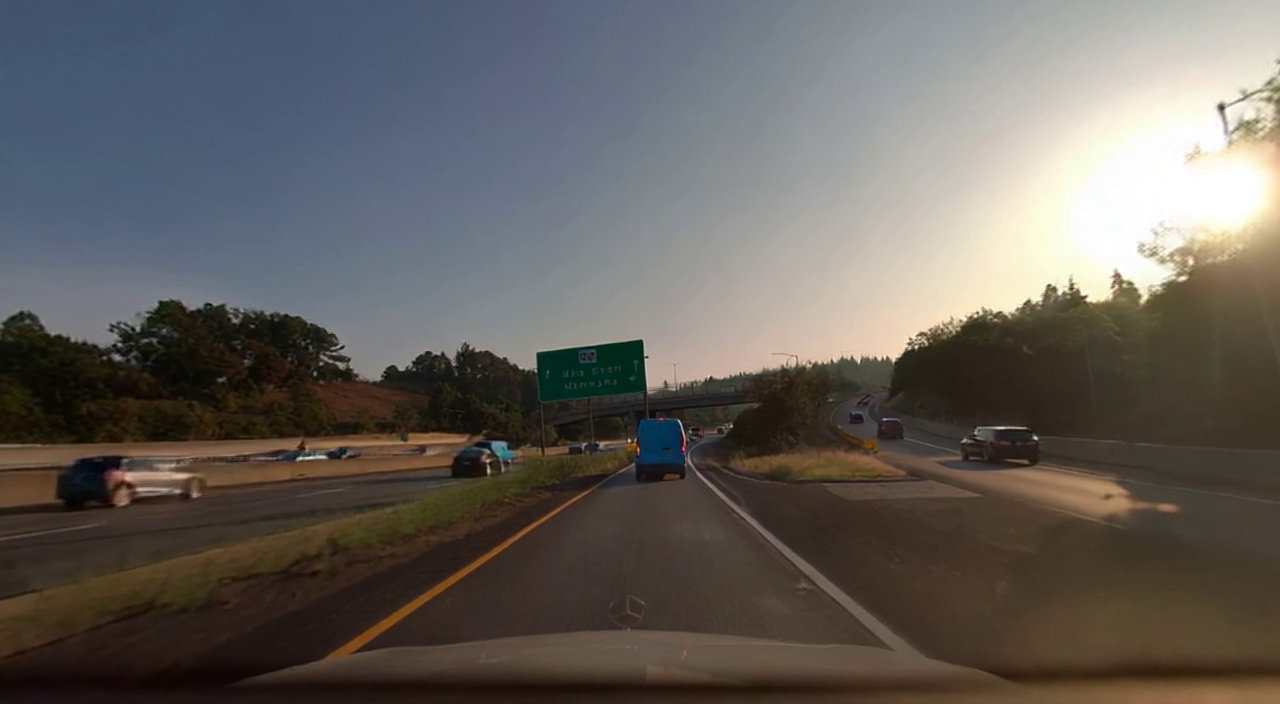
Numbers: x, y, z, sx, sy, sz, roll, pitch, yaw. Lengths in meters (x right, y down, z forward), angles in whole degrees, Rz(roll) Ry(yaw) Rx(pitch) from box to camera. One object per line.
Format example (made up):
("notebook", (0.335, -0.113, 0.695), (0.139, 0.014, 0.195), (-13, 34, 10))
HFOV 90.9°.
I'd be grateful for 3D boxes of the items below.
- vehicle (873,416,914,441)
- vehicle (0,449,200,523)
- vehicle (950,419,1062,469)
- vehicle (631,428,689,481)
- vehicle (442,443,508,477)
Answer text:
("vehicle", (19.718, 6.034, 49.219), (2.167, 1.798, 4.838), (-2, -8, 13))
("vehicle", (-13.437, 3.119, 15.358), (1.918, 1.451, 4.668), (-1, -8, 2))
("vehicle", (13.475, 3.443, 23.620), (2.098, 1.654, 4.637), (-2, -8, 10))
("vehicle", (0.756, 3.965, 24.629), (2.043, 1.821, 4.558), (0, -8, 1))
("vehicle", (-8.231, 5.411, 31.910), (1.896, 1.543, 4.429), (-1, -8, 4))
